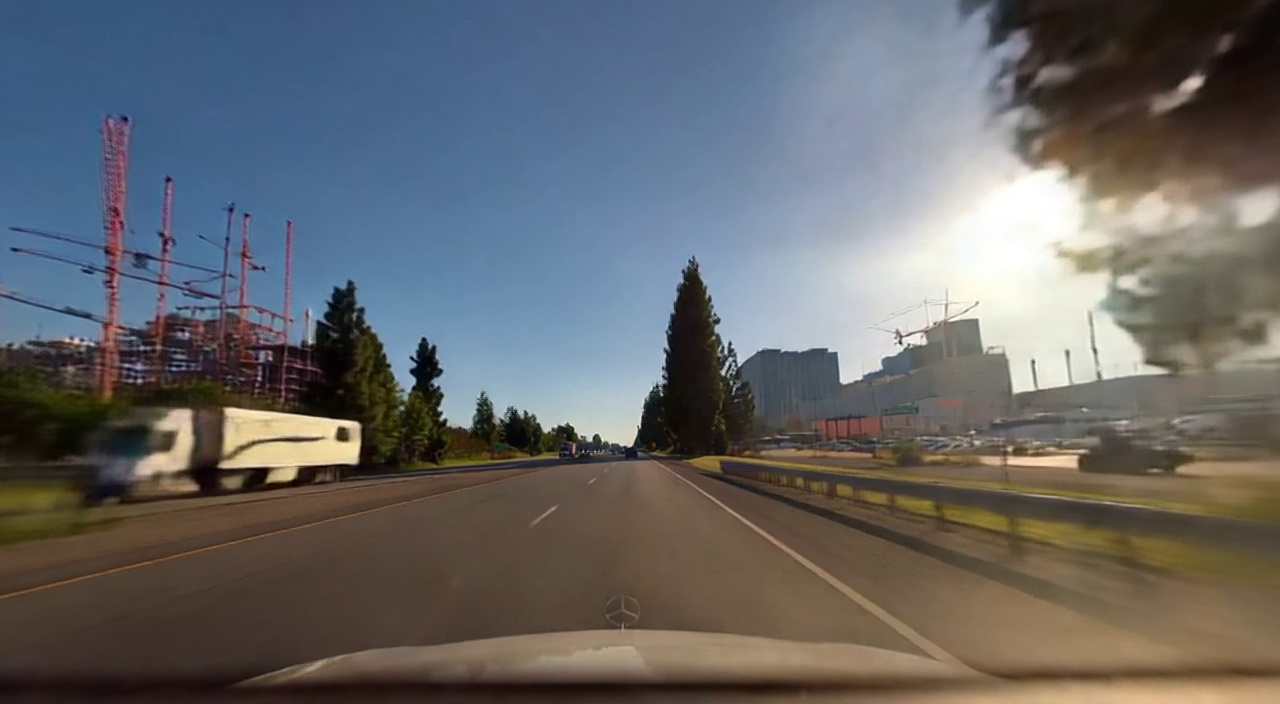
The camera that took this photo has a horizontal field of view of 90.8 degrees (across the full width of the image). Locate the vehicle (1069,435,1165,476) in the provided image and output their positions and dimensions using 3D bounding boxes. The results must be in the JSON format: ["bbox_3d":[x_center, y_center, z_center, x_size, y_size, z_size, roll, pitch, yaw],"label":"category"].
[{"bbox_3d":[34.758,7.586,46.151,4.454,2.856,3.037,-1,-9,4],"label":"vehicle"}]

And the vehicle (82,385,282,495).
[{"bbox_3d":[-17.031,3.391,24.130,3.004,3.663,5.895,0,-9,0],"label":"vehicle"}]
